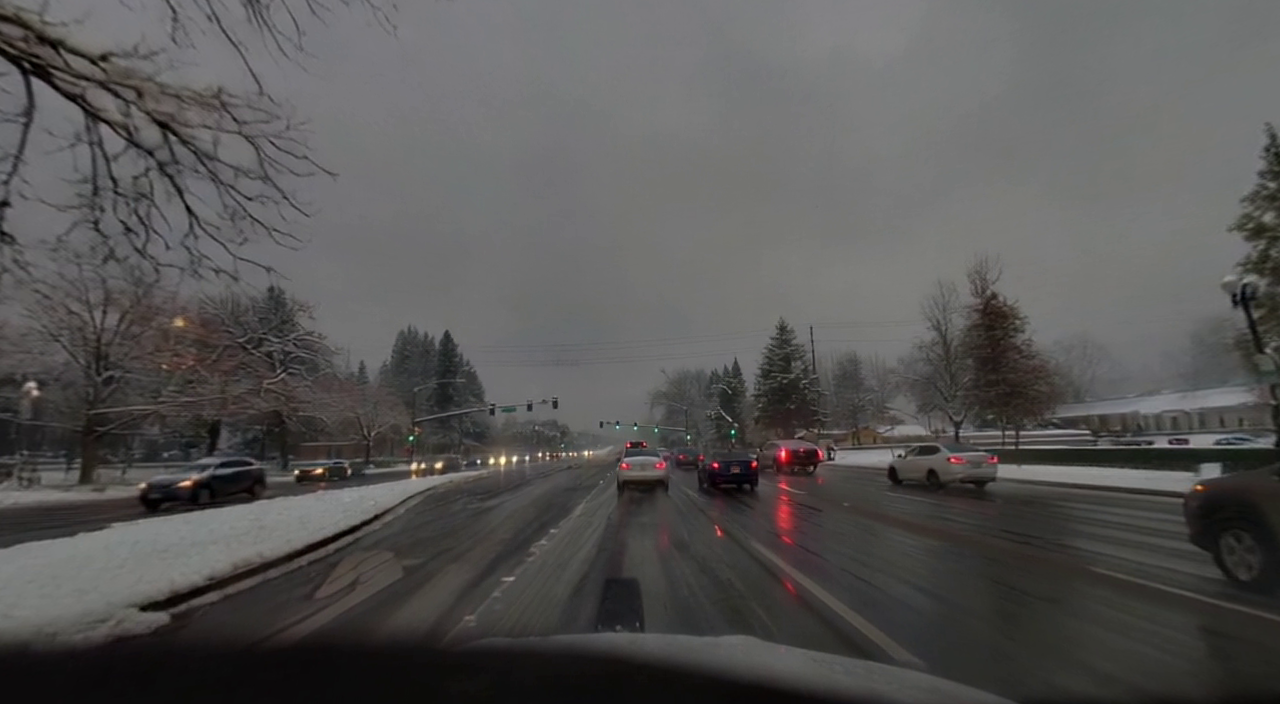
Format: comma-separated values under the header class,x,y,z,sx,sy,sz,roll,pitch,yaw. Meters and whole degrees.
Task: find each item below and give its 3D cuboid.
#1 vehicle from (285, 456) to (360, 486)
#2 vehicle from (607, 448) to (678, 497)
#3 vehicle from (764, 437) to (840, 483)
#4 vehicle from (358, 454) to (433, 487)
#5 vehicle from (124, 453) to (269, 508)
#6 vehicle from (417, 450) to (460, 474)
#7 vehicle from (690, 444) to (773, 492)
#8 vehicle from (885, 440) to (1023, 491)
class,x,y,z,sx,sy,sz,roll,pitch,yaw
vehicle,-19.107,7.137,38.303,1.992,1.607,4.965,0,-8,0
vehicle,0.010,3.690,19.774,1.990,1.347,4.067,0,-8,-1
vehicle,6.445,4.347,25.631,1.931,1.685,4.054,0,-8,-1
vehicle,-12.107,5.863,31.637,1.896,1.484,4.473,0,-8,1
vehicle,-15.759,4.548,22.805,1.908,1.703,4.547,0,-8,0
vehicle,-15.806,8.611,49.769,1.935,1.736,4.531,0,-8,0
vehicle,2.983,3.907,21.818,1.970,1.445,4.974,0,-8,-2
vehicle,10.281,3.754,21.281,1.890,1.488,5.113,0,-8,-2
